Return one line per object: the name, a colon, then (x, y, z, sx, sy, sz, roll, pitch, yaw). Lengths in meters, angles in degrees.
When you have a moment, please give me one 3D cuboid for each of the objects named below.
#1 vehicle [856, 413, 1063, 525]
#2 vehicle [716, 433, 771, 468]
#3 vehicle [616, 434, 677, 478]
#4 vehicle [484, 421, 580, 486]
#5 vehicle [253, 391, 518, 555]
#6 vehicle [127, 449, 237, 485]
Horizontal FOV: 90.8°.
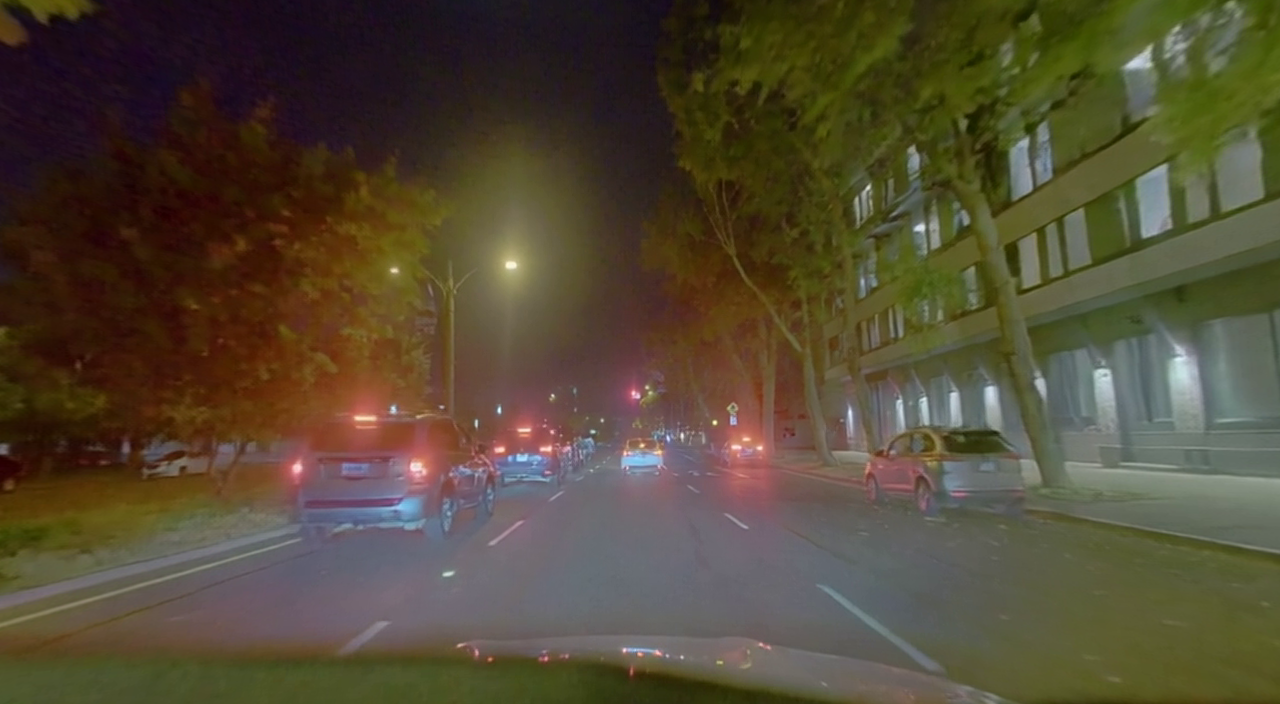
vehicle: (6.410, 2.389, 13.410, 1.997, 1.943, 4.409, 0, -9, 0)
vehicle: (5.981, 5.771, 37.079, 2.300, 1.903, 4.579, 0, -9, -1)
vehicle: (0.170, 4.121, 25.197, 2.201, 1.589, 3.843, 0, -9, -3)
vehicle: (-3.526, 3.456, 21.738, 2.487, 1.978, 4.628, 0, -9, 0)
vehicle: (-3.530, 1.816, 10.101, 2.223, 1.957, 4.845, 0, -9, 0)
vehicle: (-22.409, 5.598, 31.177, 2.148, 1.607, 4.428, 0, -9, -1)
